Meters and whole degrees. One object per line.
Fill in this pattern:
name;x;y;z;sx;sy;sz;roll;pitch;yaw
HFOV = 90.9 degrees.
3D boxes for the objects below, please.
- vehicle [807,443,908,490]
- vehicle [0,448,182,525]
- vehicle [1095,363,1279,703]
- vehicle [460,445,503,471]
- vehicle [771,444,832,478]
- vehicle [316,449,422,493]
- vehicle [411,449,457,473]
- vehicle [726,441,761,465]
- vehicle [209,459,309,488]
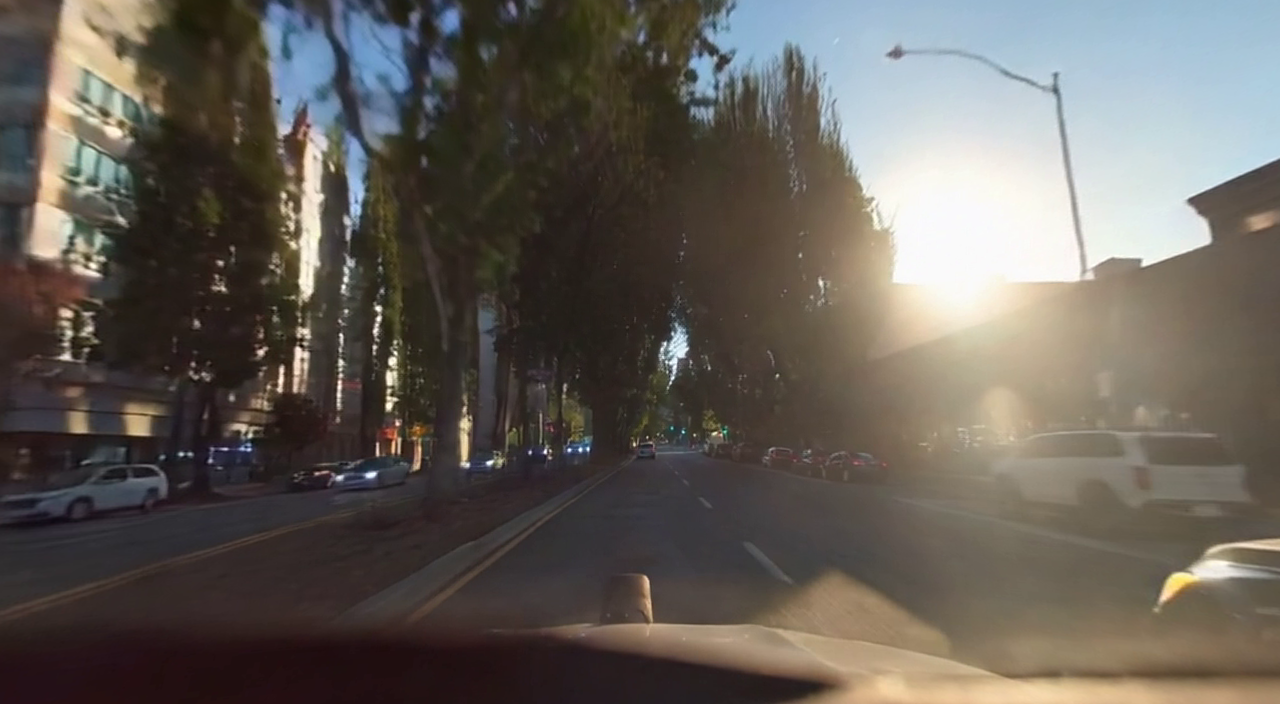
vehicle;7.397;3.923;21.989;1.874;1.438;4.466;0;-8;-1
vehicle;-16.031;3.769;18.343;1.972;1.898;4.556;0;-8;0
vehicle;2.761;0.582;0.343;1.989;1.498;4.050;0;-8;0
vehicle;-11.387;7.608;45.555;1.910;1.705;4.399;0;-8;1
vehicle;7.606;5.143;30.103;1.881;1.443;4.576;0;-8;2
vehicle;-10.261;4.506;24.317;1.890;1.482;4.411;-1;-8;4
vehicle;-15.436;8.155;47.469;1.876;1.605;4.544;0;-8;1
vehicle;7.848;7.622;47.933;1.891;1.711;4.173;0;-8;-1
vehicle;-20.721;6.603;34.355;4.336;1.441;1.813;-1;-8;6
